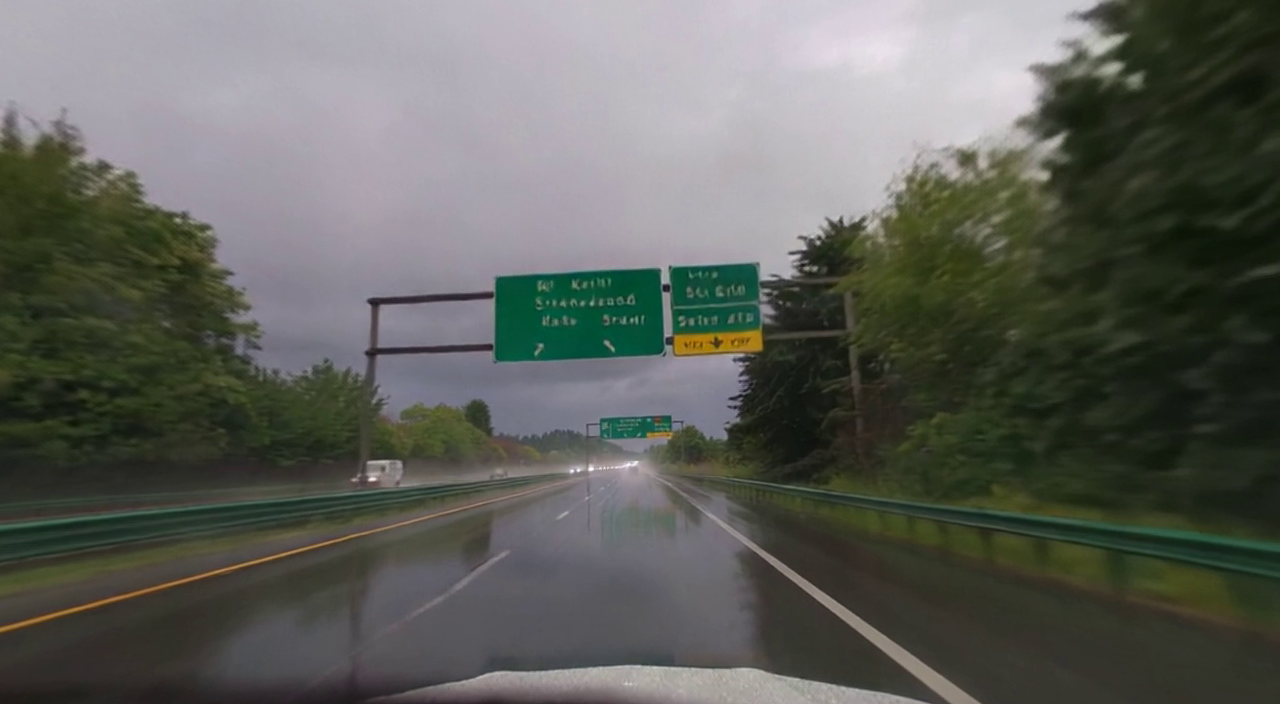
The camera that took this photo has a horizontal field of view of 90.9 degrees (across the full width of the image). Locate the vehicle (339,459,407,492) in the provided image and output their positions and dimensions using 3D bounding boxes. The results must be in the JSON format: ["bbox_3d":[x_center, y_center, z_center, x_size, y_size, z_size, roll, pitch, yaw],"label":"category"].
[{"bbox_3d":[-16.519,7.662,39.238,2.055,1.872,4.733,1,-10,0],"label":"vehicle"}]
